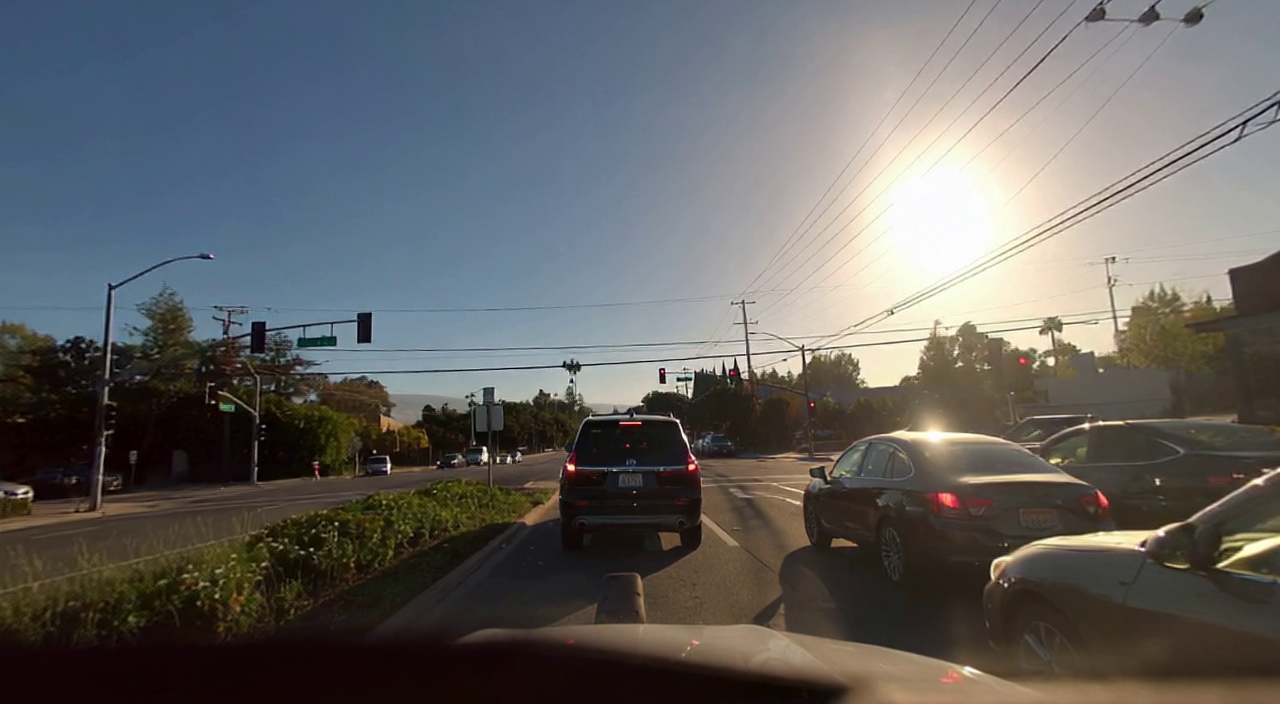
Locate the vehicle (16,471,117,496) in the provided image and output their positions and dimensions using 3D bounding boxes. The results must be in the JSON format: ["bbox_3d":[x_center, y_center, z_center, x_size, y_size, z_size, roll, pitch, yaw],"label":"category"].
[{"bbox_3d":[-38.331,8.776,42.324,4.569,1.505,1.992,0,-9,-5],"label":"vehicle"}]

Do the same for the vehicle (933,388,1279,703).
[{"bbox_3d":[2.731,0.796,1.479,2.004,1.460,4.297,0,-9,0],"label":"vehicle"}]

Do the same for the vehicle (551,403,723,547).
[{"bbox_3d":[-0.117,1.971,10.764,2.236,1.856,4.816,0,-9,-2],"label":"vehicle"}]

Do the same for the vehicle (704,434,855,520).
[{"bbox_3d":[2.671,2.510,13.283,2.025,1.477,4.333,0,-8,-2],"label":"vehicle"}]
